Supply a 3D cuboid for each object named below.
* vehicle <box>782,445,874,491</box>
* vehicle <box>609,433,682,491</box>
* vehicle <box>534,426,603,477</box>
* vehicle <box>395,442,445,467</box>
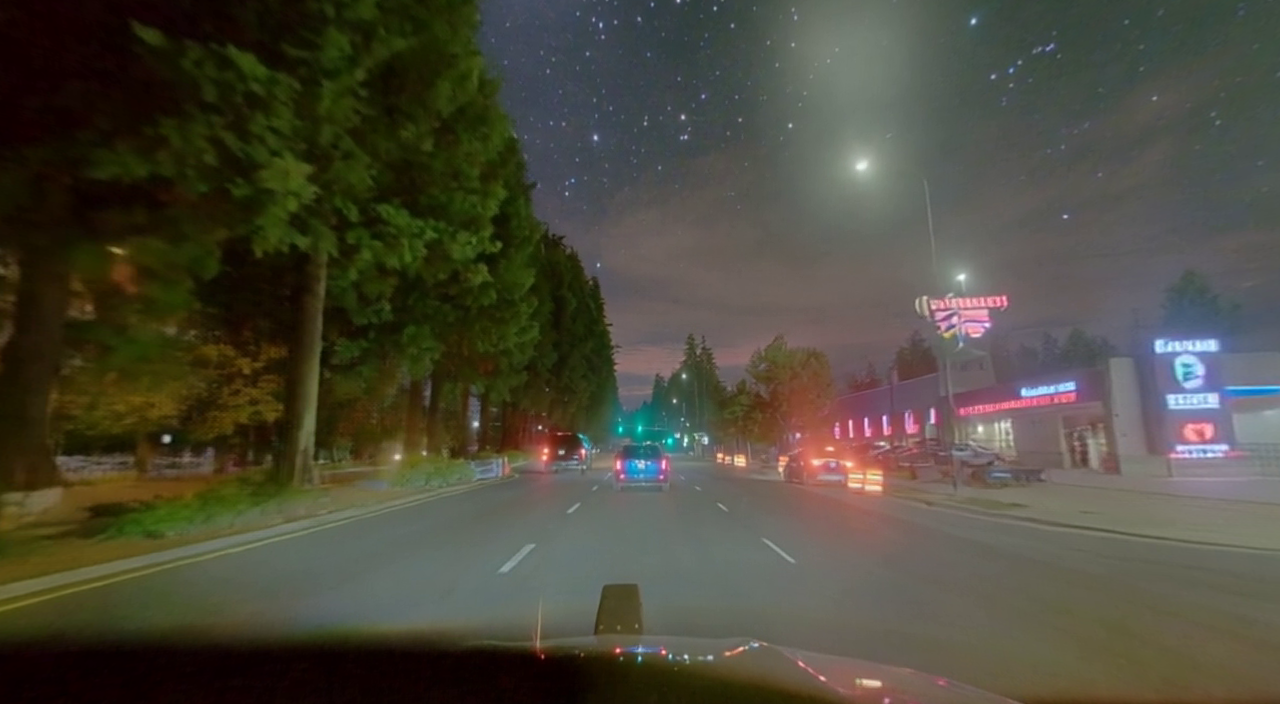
[{"bbox_3d":[6.964,4.320,23.961,2.076,1.535,4.460,1,-9,-1],"label":"vehicle"},{"bbox_3d":[0.165,3.581,20.932,2.168,1.725,4.192,0,-8,0],"label":"vehicle"},{"bbox_3d":[-3.118,4.509,28.855,2.357,2.063,5.488,0,-8,1],"label":"vehicle"},{"bbox_3d":[-15.502,7.215,44.695,1.898,1.702,4.456,0,-8,1],"label":"vehicle"}]
